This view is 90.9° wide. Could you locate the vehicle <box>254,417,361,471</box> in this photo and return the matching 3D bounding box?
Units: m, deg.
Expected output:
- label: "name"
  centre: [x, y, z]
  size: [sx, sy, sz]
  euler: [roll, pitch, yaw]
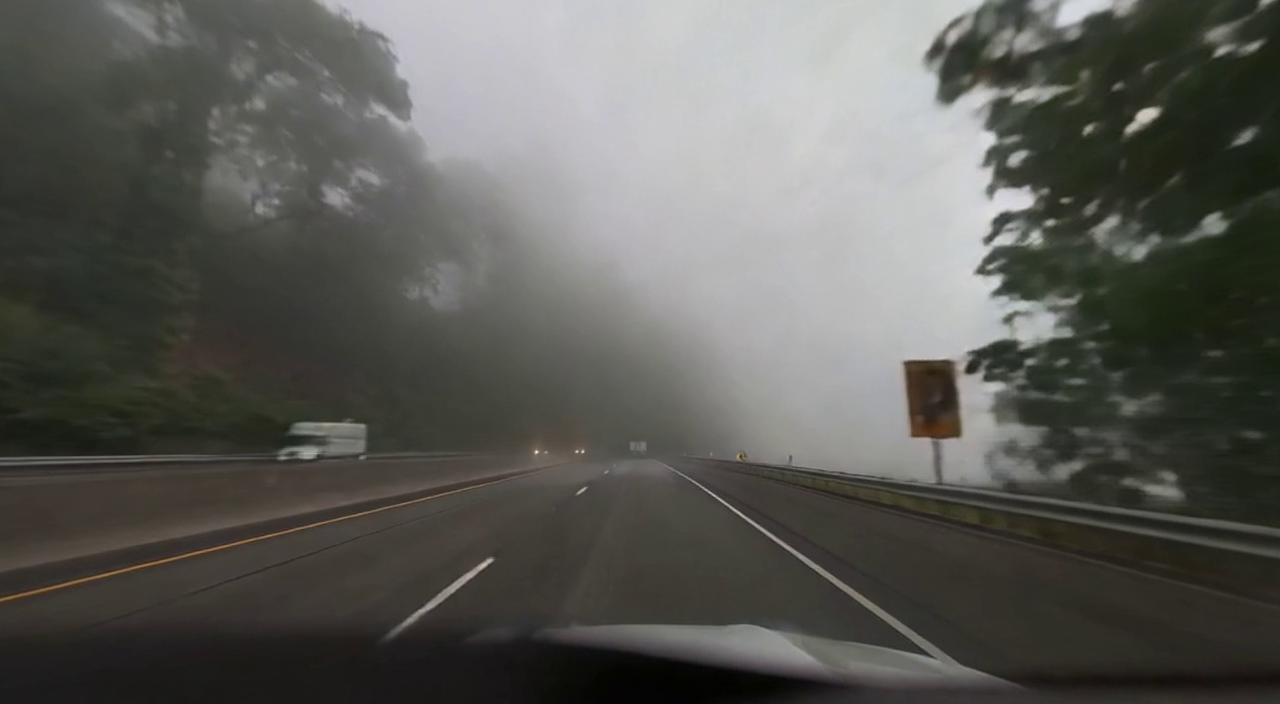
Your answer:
- label: "vehicle"
  centre: [-16.283, 4.600, 31.326]
  size: [2.300, 2.421, 5.411]
  euler: [0, -9, 0]
